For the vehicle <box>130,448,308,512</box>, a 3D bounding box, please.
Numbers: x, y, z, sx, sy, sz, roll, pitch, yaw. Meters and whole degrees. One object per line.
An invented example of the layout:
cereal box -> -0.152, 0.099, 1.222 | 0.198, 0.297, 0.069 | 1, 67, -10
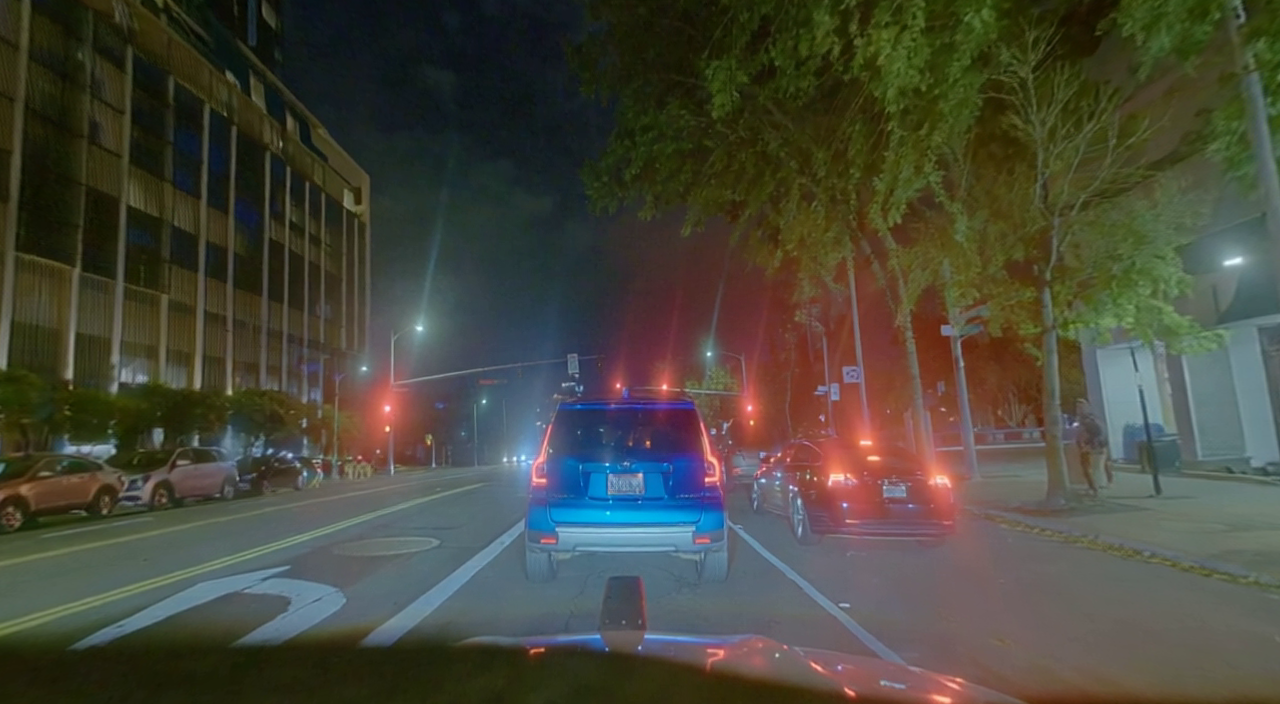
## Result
vehicle -> -12.490, 3.778, 19.130 | 2.207, 1.648, 4.675 | 0, -8, -1

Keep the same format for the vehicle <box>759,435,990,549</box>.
vehicle -> 3.349, 2.078, 10.031 | 2.056, 1.422, 4.130 | 0, -8, -1

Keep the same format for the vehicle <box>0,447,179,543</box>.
vehicle -> -12.546, 2.908, 13.455 | 1.891, 1.723, 4.360 | 0, -8, 1

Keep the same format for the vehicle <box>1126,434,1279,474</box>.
vehicle -> 22.160, 4.034, 24.962 | 4.055, 1.469, 1.848 | -4, -9, 26

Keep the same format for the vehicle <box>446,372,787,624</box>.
vehicle -> -0.157, 1.366, 6.767 | 2.453, 1.816, 4.300 | 0, -8, 0
